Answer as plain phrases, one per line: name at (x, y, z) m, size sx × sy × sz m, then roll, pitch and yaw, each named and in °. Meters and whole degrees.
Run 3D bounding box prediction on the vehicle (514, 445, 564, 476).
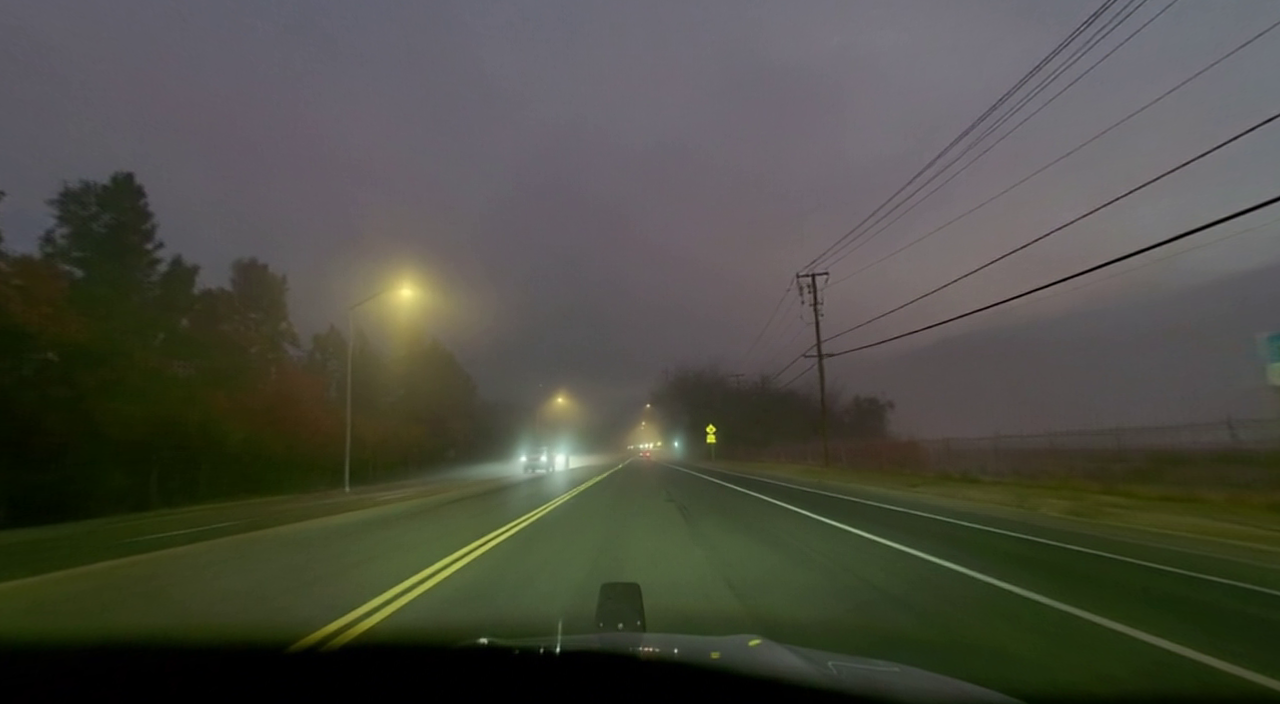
vehicle at (-7.642, 8.237, 48.042) m, size 2.766 × 2.122 × 5.753 m, roll -1°, pitch -9°, yaw 1°
